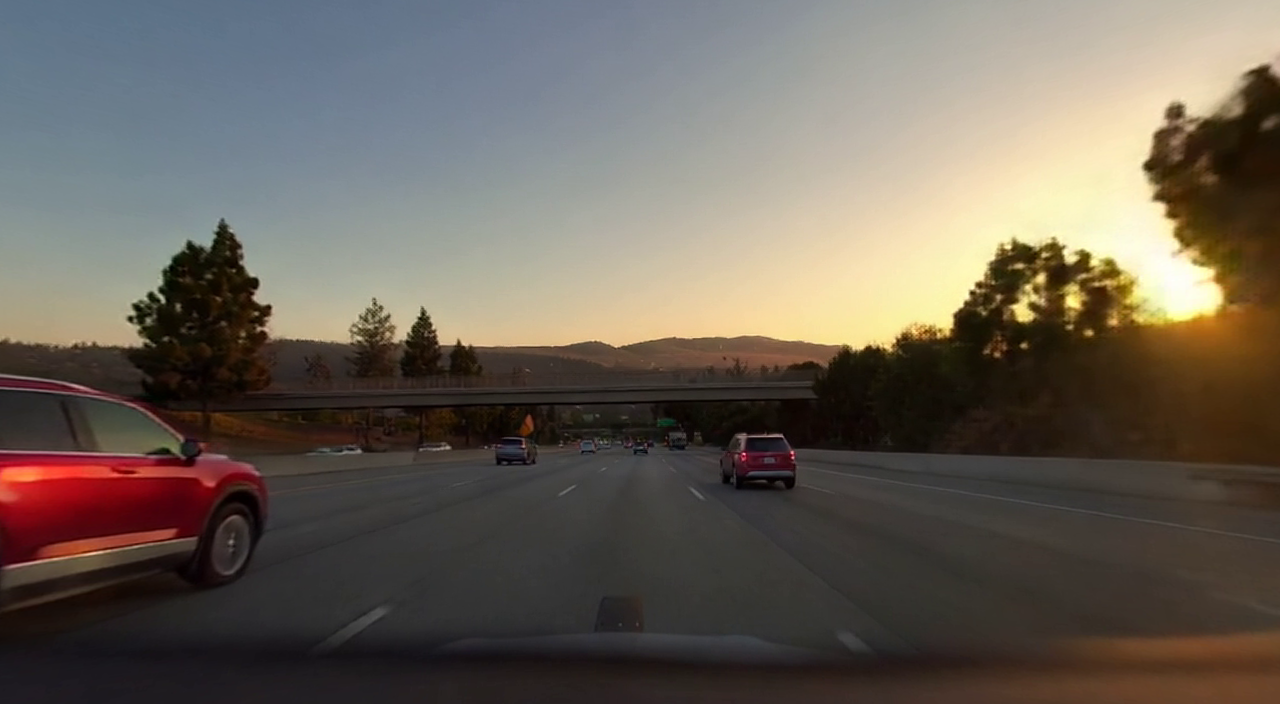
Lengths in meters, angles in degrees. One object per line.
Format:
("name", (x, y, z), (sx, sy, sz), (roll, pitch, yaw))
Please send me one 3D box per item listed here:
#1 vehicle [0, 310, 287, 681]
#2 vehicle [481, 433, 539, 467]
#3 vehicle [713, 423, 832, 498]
("vehicle", (-4.276, 0.759, 3.386), (2.018, 1.872, 4.728), (0, -8, 0))
("vehicle", (-7.445, 5.668, 36.636), (2.193, 1.818, 4.995), (0, -8, 1))
("vehicle", (3.373, 2.883, 17.172), (2.185, 1.749, 4.477), (0, -8, -1))
